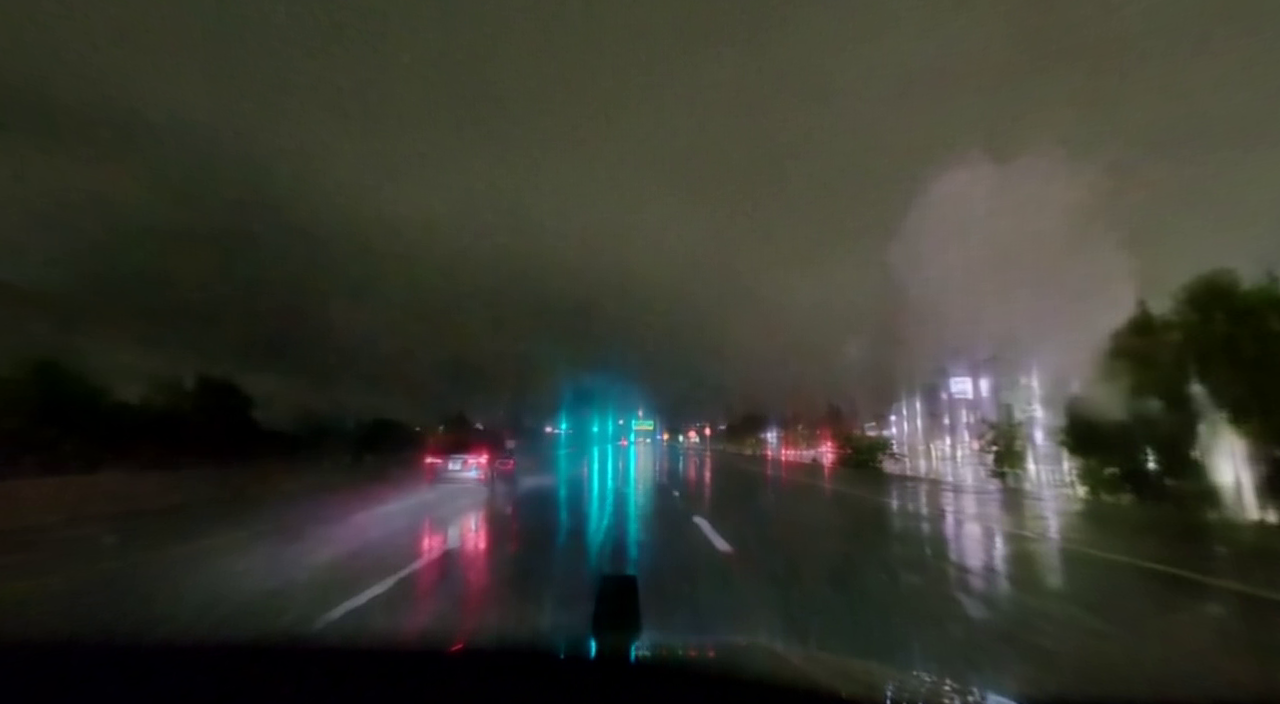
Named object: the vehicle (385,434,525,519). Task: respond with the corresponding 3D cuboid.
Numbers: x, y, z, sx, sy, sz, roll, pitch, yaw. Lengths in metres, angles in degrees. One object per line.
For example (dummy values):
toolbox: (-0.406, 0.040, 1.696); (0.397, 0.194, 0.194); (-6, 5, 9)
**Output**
vehicle: (-4.140, 2.831, 14.945); (2.063, 1.661, 4.439); (1, -8, -2)
